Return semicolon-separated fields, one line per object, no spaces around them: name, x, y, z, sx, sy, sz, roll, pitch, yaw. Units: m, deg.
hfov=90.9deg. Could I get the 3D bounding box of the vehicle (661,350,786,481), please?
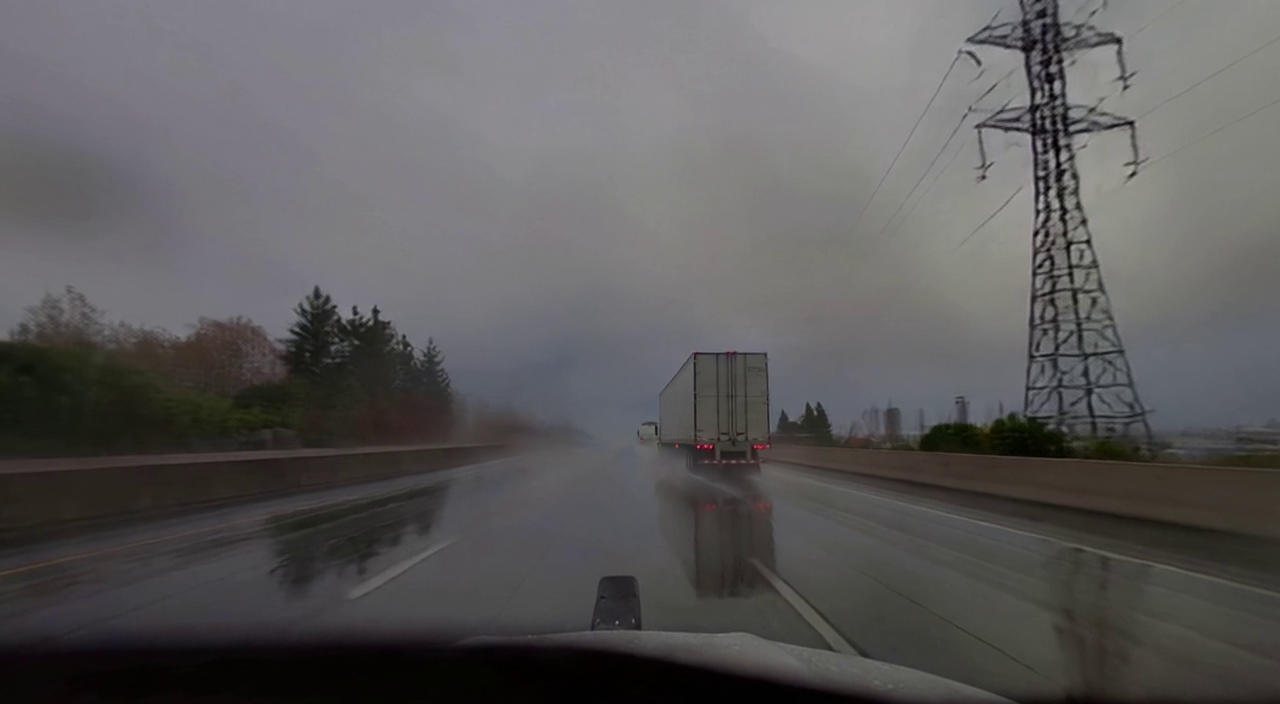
vehicle;2.826;2.909;26.738;2.905;4.080;14.157;0;-8;-2
